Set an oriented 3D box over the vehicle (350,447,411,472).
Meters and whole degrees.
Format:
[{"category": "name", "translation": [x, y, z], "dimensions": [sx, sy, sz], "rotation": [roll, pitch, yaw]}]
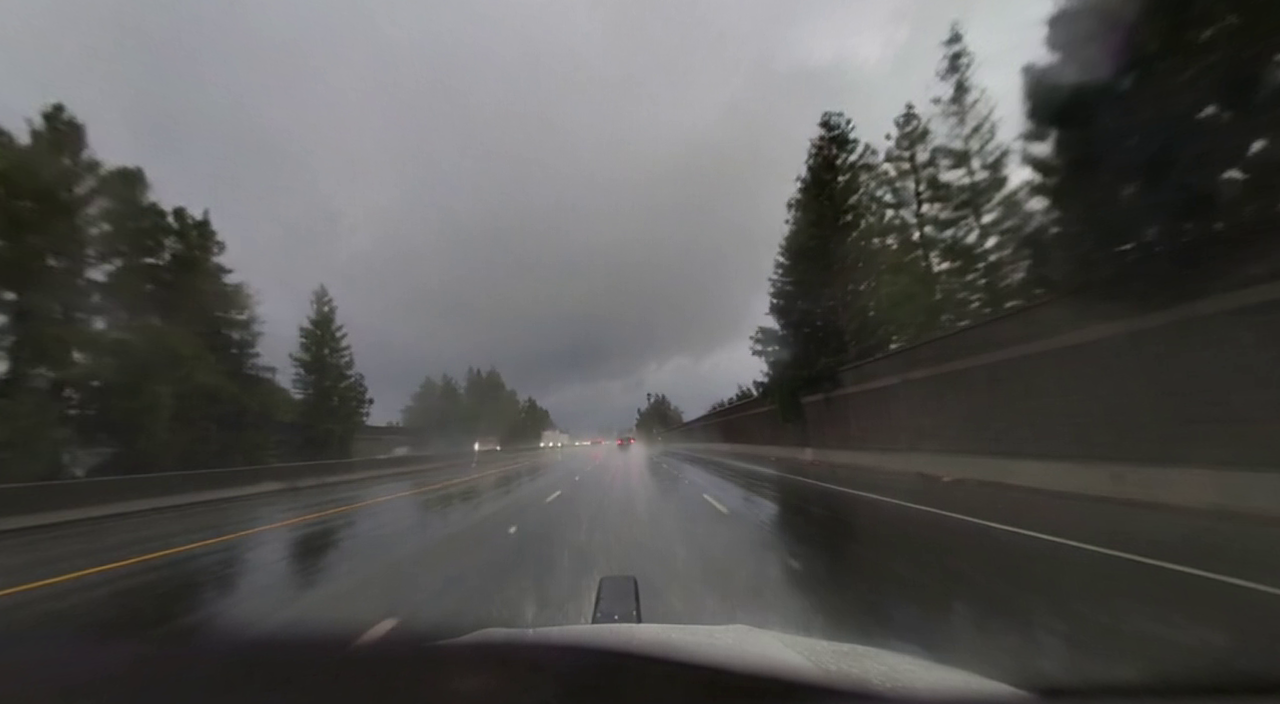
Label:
[{"category": "vehicle", "translation": [-16.587, 6.891, 40.552], "dimensions": [2.035, 1.457, 4.716], "rotation": [0, -8, -1]}]
